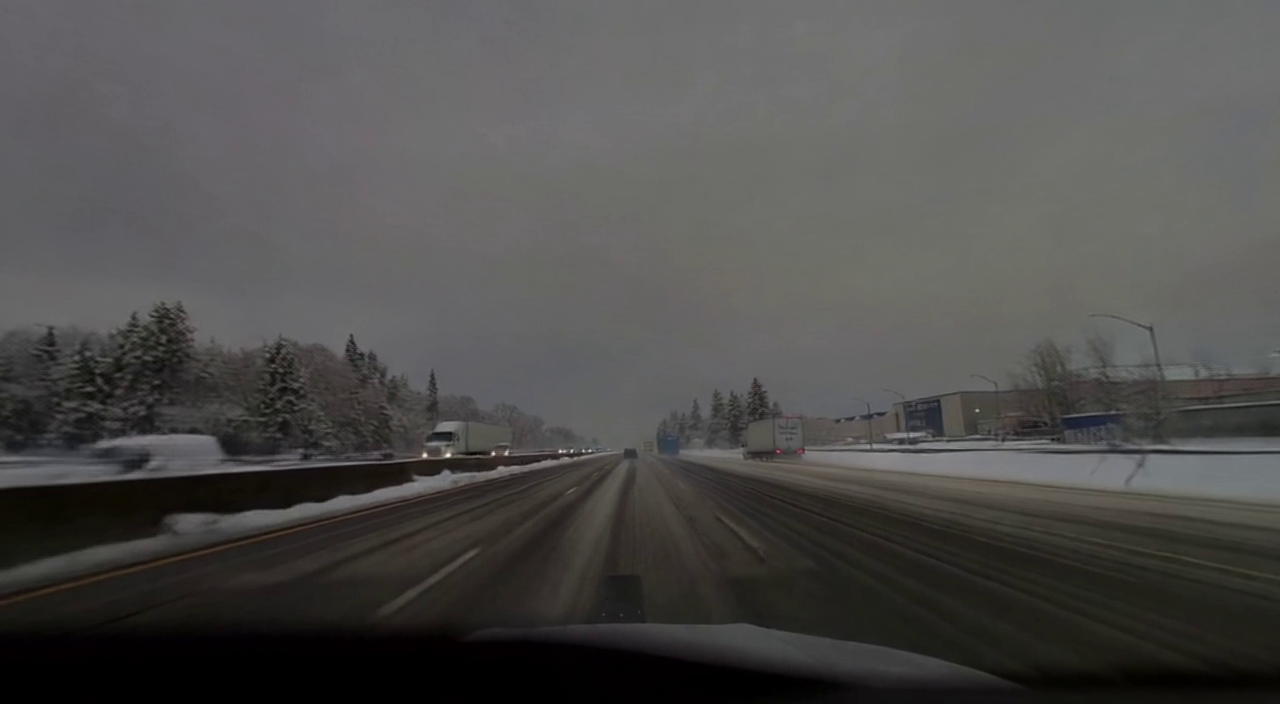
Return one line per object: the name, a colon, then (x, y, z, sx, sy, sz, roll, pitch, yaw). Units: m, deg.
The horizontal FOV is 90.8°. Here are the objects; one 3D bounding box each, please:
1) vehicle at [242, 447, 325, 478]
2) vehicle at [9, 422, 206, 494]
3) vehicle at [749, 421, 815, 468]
vehicle: (-17.675, 5.456, 31.542, 1.853, 1.432, 3.924, 0, -9, -1)
vehicle: (-13.767, 2.775, 16.678, 1.807, 1.667, 3.770, 0, -9, 1)
vehicle: (10.785, 7.192, 48.986, 2.912, 3.293, 9.588, 0, -9, 0)
